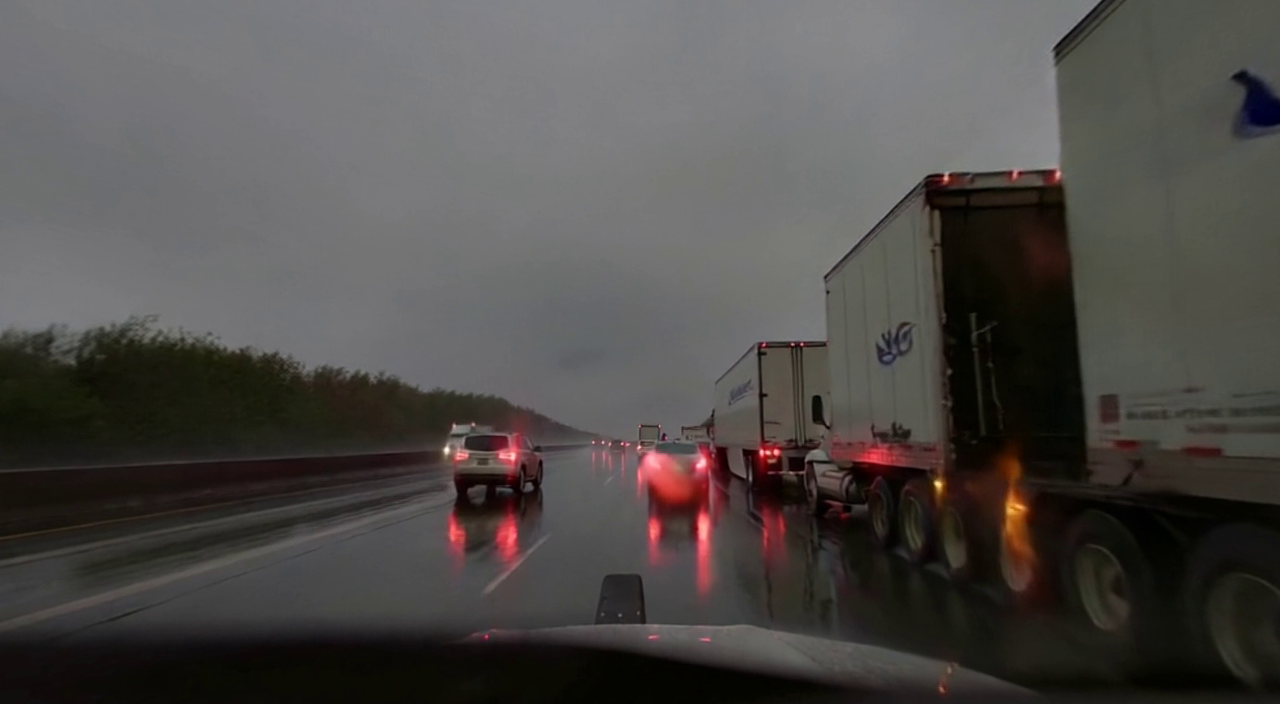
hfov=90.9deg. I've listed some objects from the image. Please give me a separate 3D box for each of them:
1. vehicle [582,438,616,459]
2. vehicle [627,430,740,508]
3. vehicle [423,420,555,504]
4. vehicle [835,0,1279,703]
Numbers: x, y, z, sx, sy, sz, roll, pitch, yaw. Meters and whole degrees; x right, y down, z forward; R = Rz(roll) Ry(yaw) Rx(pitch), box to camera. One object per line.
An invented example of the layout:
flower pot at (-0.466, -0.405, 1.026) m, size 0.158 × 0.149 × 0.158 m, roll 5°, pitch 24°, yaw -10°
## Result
vehicle at (-3.151, 7.509, 49.309) m, size 2.181 × 1.538 × 4.169 m, roll 0°, pitch -8°, yaw 2°
vehicle at (0.848, 2.568, 14.419) m, size 2.200 × 1.495 × 4.282 m, roll 0°, pitch -8°, yaw 0°
vehicle at (-3.448, 2.605, 15.437) m, size 2.006 × 1.729 × 4.447 m, roll 0°, pitch -8°, yaw 2°
vehicle at (4.545, -0.573, 1.820) m, size 2.967 × 4.347 × 15.373 m, roll 0°, pitch -8°, yaw 0°
